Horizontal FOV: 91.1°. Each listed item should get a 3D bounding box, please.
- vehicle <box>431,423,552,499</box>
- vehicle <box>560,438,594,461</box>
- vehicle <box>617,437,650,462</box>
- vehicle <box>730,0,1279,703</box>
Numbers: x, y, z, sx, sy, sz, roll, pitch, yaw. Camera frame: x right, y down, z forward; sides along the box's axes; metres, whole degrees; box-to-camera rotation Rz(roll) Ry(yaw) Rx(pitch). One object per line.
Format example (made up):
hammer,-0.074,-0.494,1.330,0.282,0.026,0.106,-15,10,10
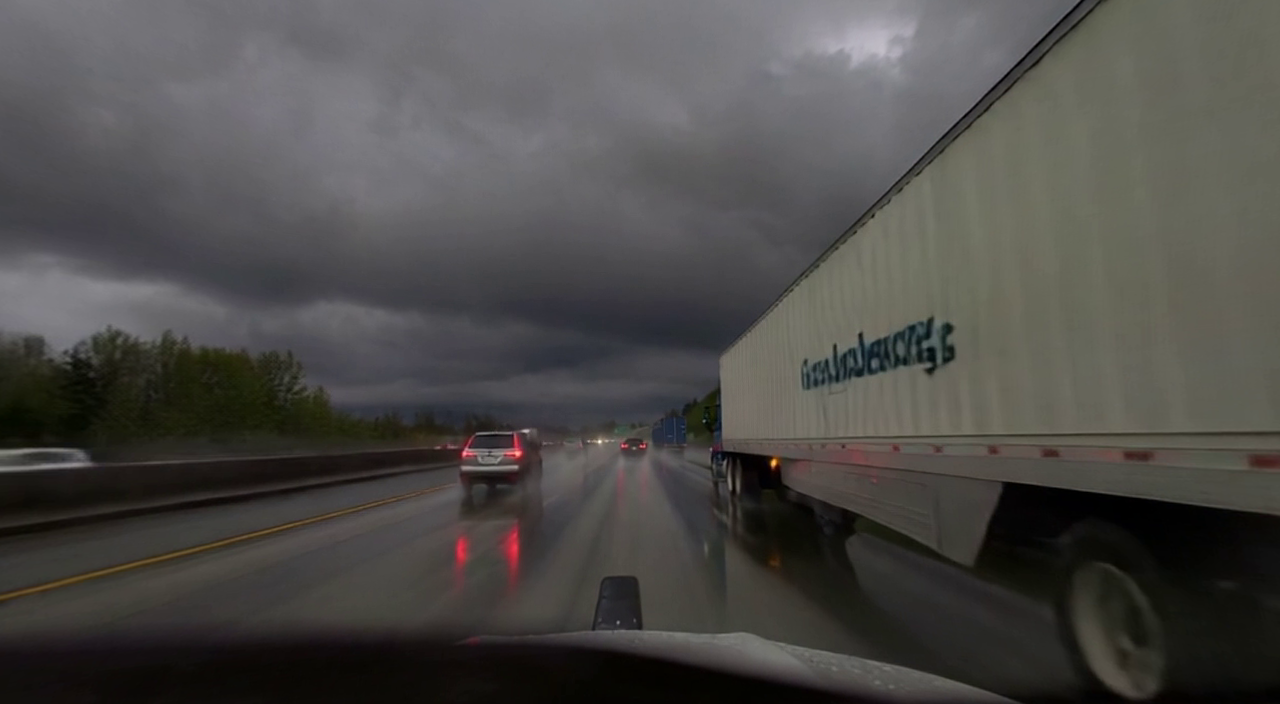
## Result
vehicle,-3.614,2.721,16.208,2.054,1.671,4.445,0,-8,0
vehicle,-4.402,6.908,44.721,2.021,1.514,4.190,0,-8,-1
vehicle,-0.441,6.389,41.438,2.088,1.567,4.240,0,-8,-1
vehicle,3.710,0.308,7.233,2.959,4.058,14.485,0,-8,-1
